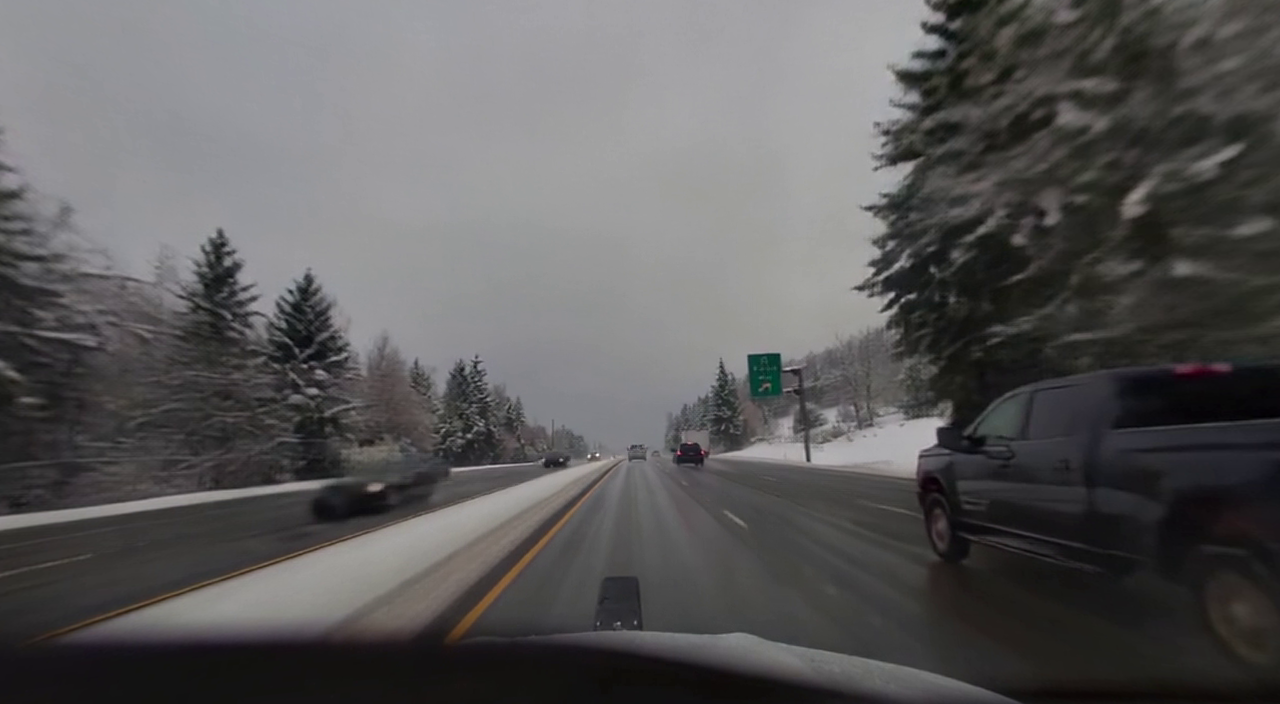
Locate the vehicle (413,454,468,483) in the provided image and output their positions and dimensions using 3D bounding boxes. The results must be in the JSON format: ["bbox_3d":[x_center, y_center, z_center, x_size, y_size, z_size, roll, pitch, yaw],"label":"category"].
[{"bbox_3d":[-11.009,6.421,34.946,1.834,1.459,3.774,0,-9,0],"label":"vehicle"}]

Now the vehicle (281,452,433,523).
[{"bbox_3d":[-6.807,3.260,15.644,1.998,1.474,3.857,0,-9,-1],"label":"vehicle"}]

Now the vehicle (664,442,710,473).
[{"bbox_3d":[2.595,6.006,35.893,2.123,1.620,4.959,0,-9,-1],"label":"vehicle"}]

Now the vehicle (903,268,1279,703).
[{"bbox_3d":[3.723,0.828,3.953,1.981,1.984,4.623,0,-9,-2],"label":"vehicle"}]
